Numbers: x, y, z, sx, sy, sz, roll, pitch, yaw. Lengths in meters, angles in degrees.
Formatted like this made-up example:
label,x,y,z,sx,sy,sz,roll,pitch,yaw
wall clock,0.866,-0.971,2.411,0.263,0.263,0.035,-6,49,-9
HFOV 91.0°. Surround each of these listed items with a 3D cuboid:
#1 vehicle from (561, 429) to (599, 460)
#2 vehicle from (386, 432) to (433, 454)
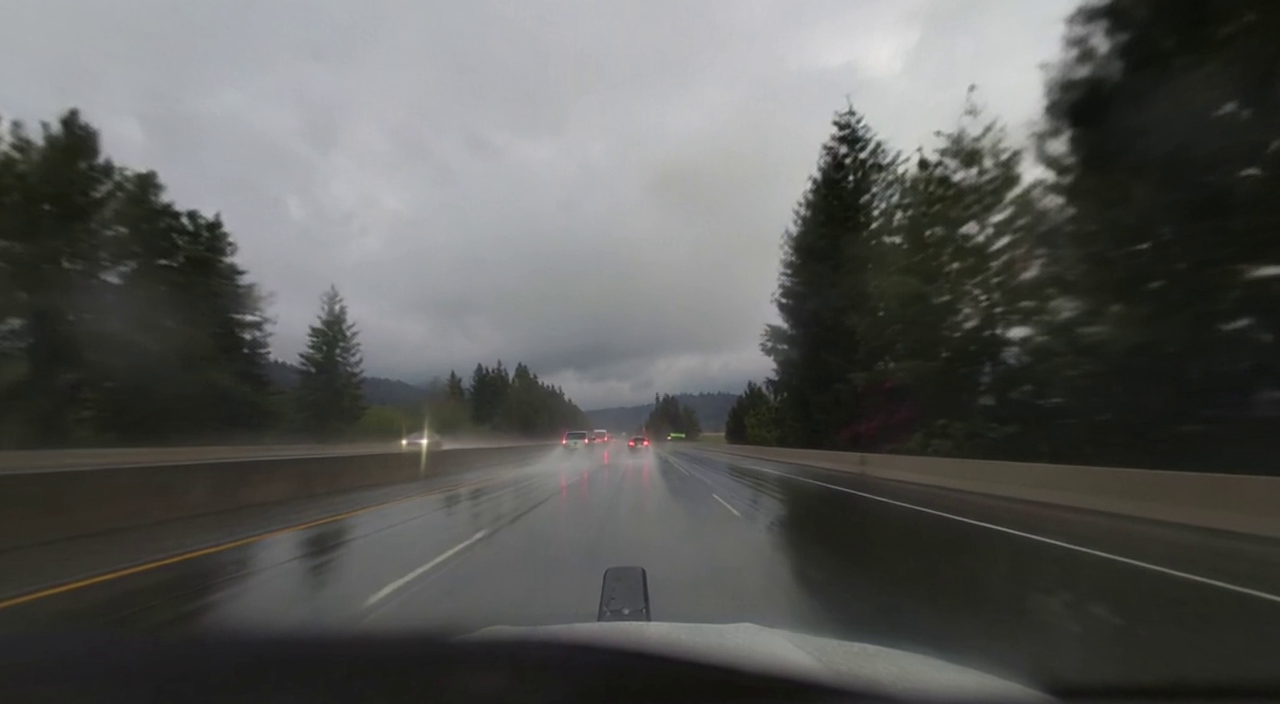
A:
label,x,y,z,sx,sy,sz,roll,pitch,yaw
vehicle,-4.141,6.503,44.366,2.241,2.034,4.890,0,-8,0
vehicle,-16.412,6.490,44.922,1.826,1.523,3.971,0,-8,1
